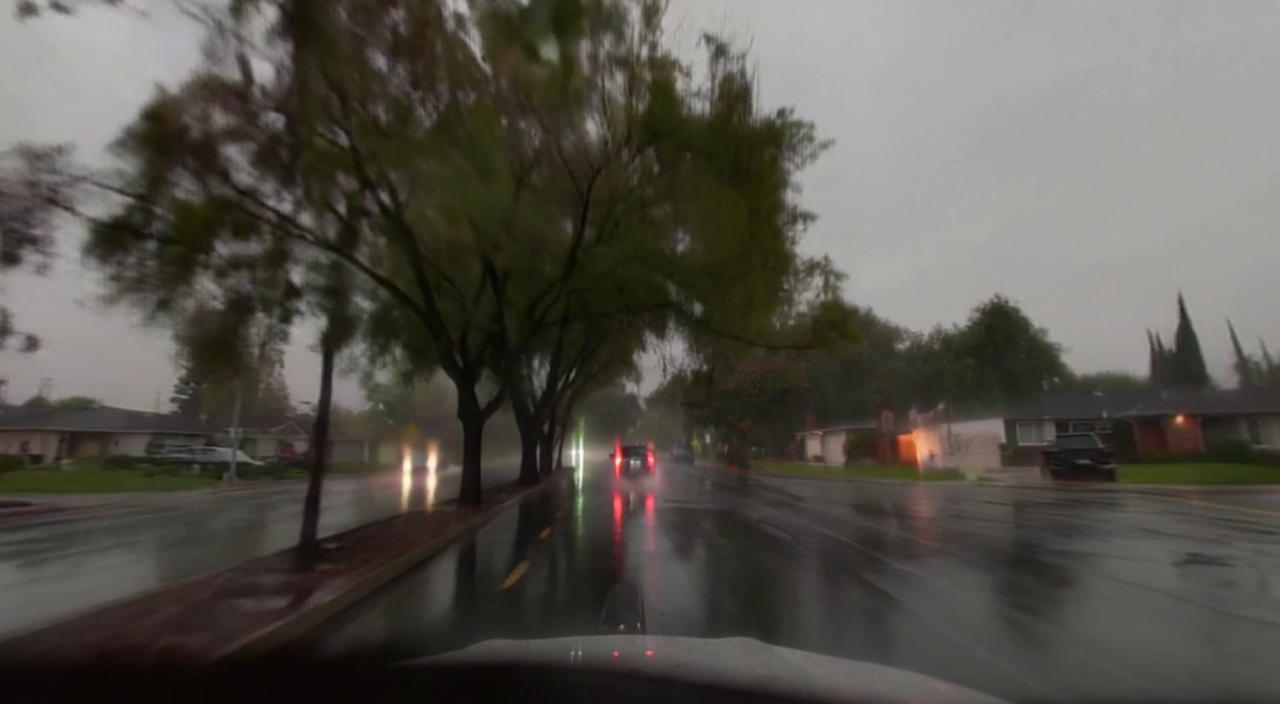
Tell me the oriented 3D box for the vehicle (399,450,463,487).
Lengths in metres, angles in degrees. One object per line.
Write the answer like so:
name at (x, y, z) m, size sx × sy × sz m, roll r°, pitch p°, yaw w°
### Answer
vehicle at (-9.321, 5.189, 28.454) m, size 1.861 × 1.516 × 3.752 m, roll 1°, pitch -8°, yaw -5°

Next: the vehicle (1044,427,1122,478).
vehicle at (17.568, 3.923, 24.956) m, size 2.128 × 1.771 × 4.721 m, roll -6°, pitch -10°, yaw 38°

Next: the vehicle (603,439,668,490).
vehicle at (-0.143, 3.933, 22.435) m, size 2.106 × 1.655 × 3.717 m, roll 0°, pitch -8°, yaw 0°
